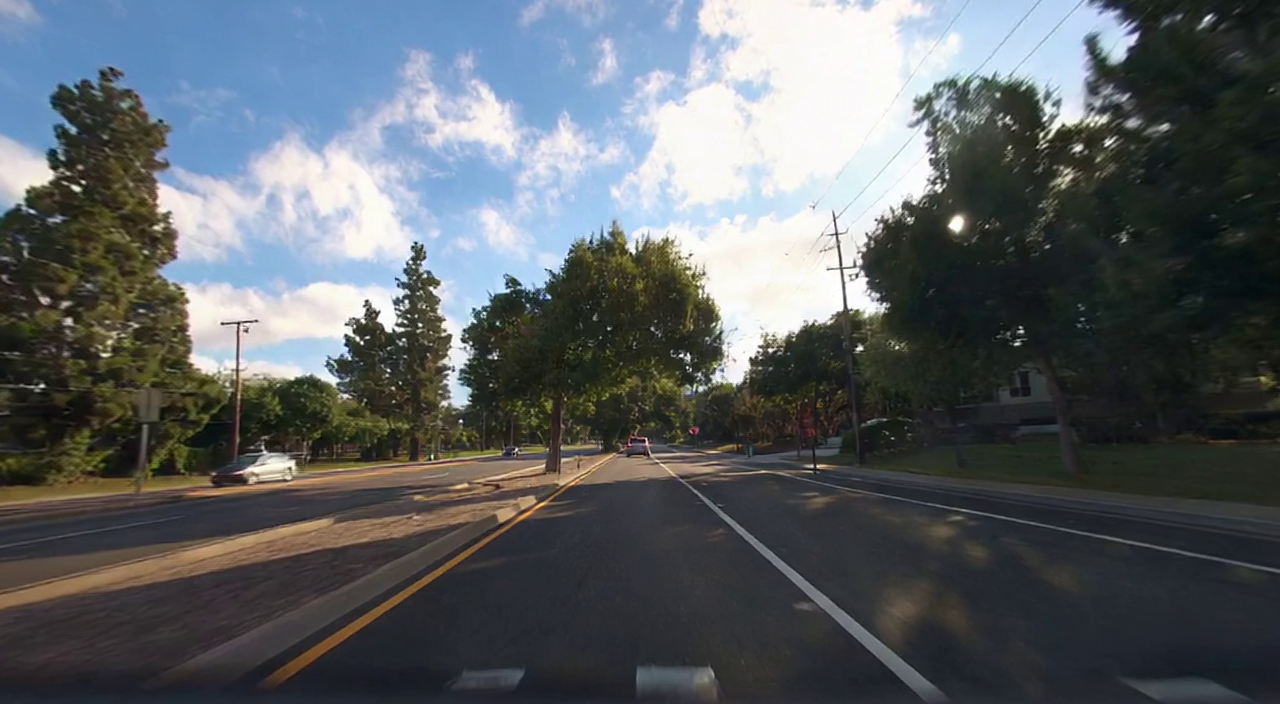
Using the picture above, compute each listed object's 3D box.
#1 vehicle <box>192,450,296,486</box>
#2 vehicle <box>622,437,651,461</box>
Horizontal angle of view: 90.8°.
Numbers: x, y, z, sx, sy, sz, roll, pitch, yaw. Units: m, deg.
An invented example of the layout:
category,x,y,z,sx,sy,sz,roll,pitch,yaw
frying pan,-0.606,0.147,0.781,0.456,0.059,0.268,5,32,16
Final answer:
category,x,y,z,sx,sy,sz,roll,pitch,yaw
vehicle,-18.501,5.420,29.789,1.835,1.496,4.713,0,-8,0
vehicle,-0.288,6.967,45.499,2.016,1.665,3.932,0,-8,-1
